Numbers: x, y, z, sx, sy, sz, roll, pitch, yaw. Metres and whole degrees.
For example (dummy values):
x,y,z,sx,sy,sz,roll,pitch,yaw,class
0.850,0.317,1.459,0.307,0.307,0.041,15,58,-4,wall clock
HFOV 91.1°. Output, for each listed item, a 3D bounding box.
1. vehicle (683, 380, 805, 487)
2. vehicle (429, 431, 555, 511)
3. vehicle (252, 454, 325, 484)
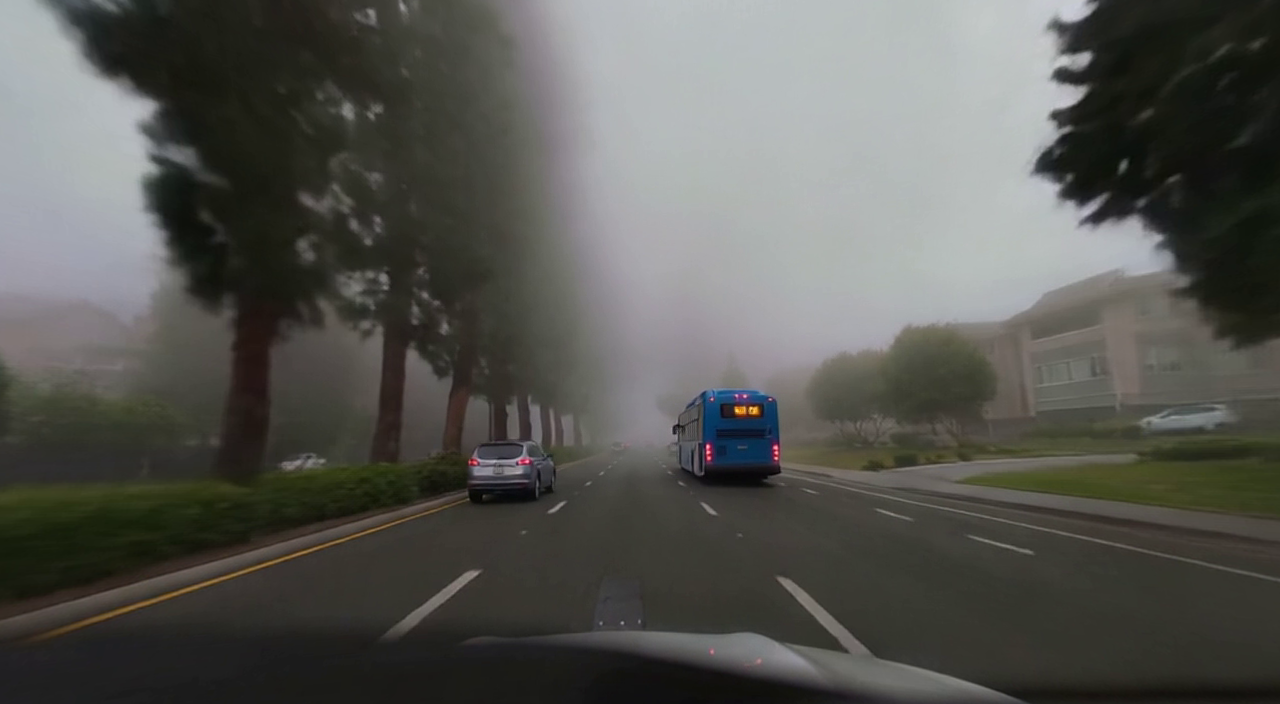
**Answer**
x,y,z,sx,sy,sz,roll,pitch,yaw,class
3.644,3.438,25.806,3.072,3.278,12.747,0,-8,1,vehicle
-3.616,2.978,16.262,2.111,1.767,4.333,0,-8,1,vehicle
-22.270,7.417,40.028,2.018,1.648,4.631,0,-8,-1,vehicle
